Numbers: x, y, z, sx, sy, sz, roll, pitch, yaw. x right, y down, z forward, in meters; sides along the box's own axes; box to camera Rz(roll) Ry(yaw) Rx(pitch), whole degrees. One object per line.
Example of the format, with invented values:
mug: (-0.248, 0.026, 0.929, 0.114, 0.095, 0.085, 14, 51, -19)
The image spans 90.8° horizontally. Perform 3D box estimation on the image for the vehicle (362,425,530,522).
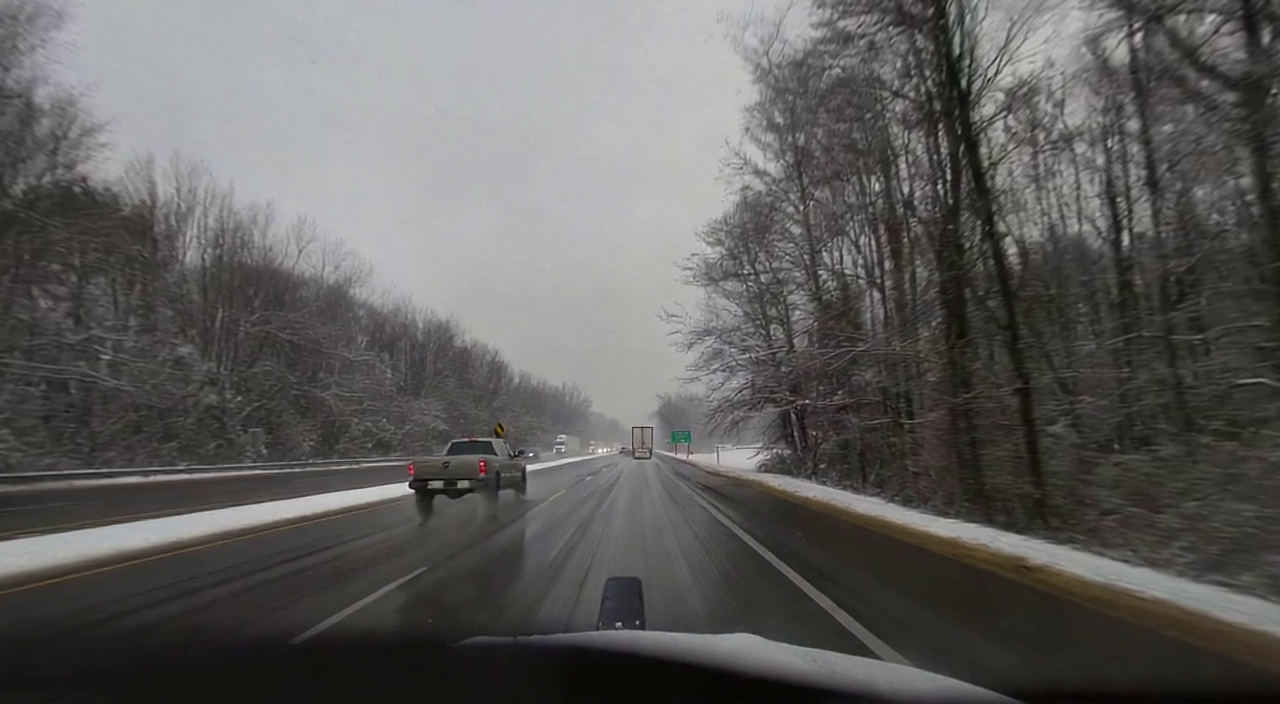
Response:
vehicle: (-3.913, 2.562, 13.792, 2.097, 1.722, 4.808, 0, -9, 0)

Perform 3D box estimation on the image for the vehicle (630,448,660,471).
vehicle: (0.290, 7.085, 41.572, 1.853, 1.436, 3.438, 0, -9, -1)
